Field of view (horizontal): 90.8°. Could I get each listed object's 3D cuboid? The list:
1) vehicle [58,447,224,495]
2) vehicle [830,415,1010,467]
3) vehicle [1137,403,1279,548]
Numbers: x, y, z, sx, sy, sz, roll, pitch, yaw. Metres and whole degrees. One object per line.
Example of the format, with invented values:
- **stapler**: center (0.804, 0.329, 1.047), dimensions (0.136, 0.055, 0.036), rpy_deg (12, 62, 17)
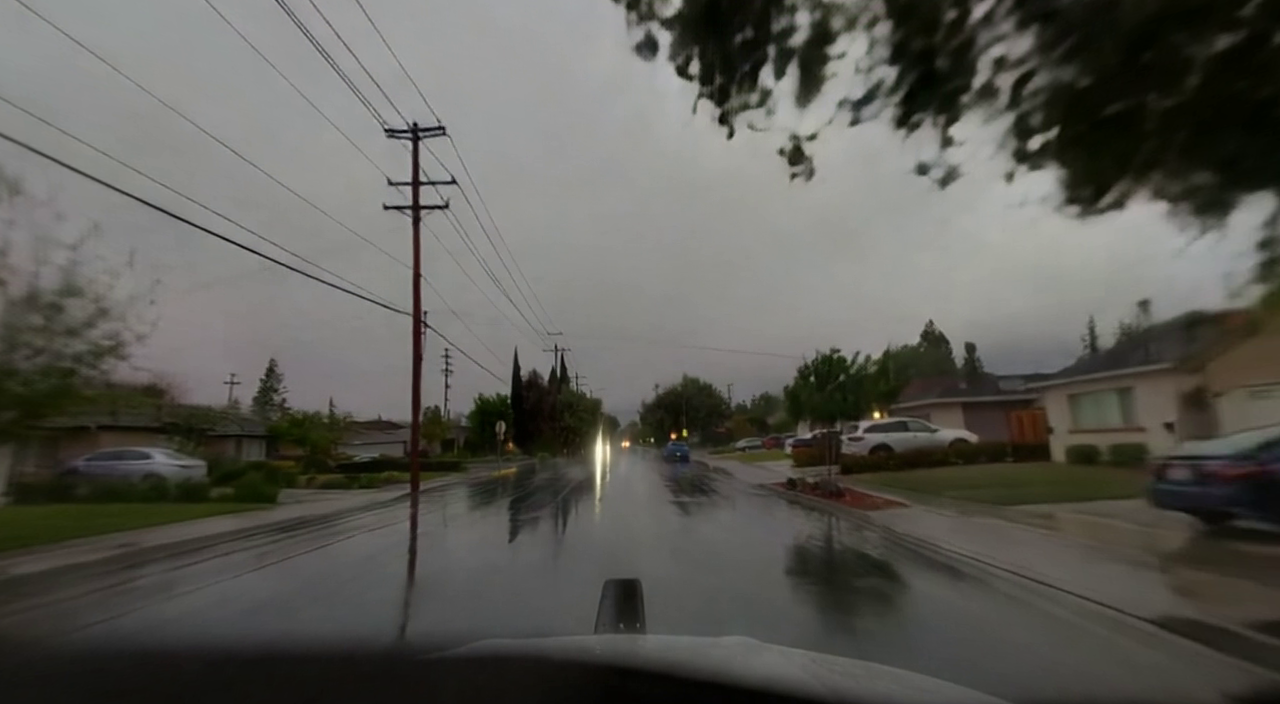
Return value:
- **vehicle**: center (-17.904, 4.256, 22.828), dimensions (4.304, 1.643, 1.969), rpy_deg (0, -8, 1)
- **vehicle**: center (11.048, 3.568, 25.299), dimensions (5.968, 1.963, 2.573), rpy_deg (1, -8, -3)
- **vehicle**: center (9.249, 1.370, 7.741), dimensions (4.575, 1.569, 1.924), rpy_deg (-3, -8, 1)
